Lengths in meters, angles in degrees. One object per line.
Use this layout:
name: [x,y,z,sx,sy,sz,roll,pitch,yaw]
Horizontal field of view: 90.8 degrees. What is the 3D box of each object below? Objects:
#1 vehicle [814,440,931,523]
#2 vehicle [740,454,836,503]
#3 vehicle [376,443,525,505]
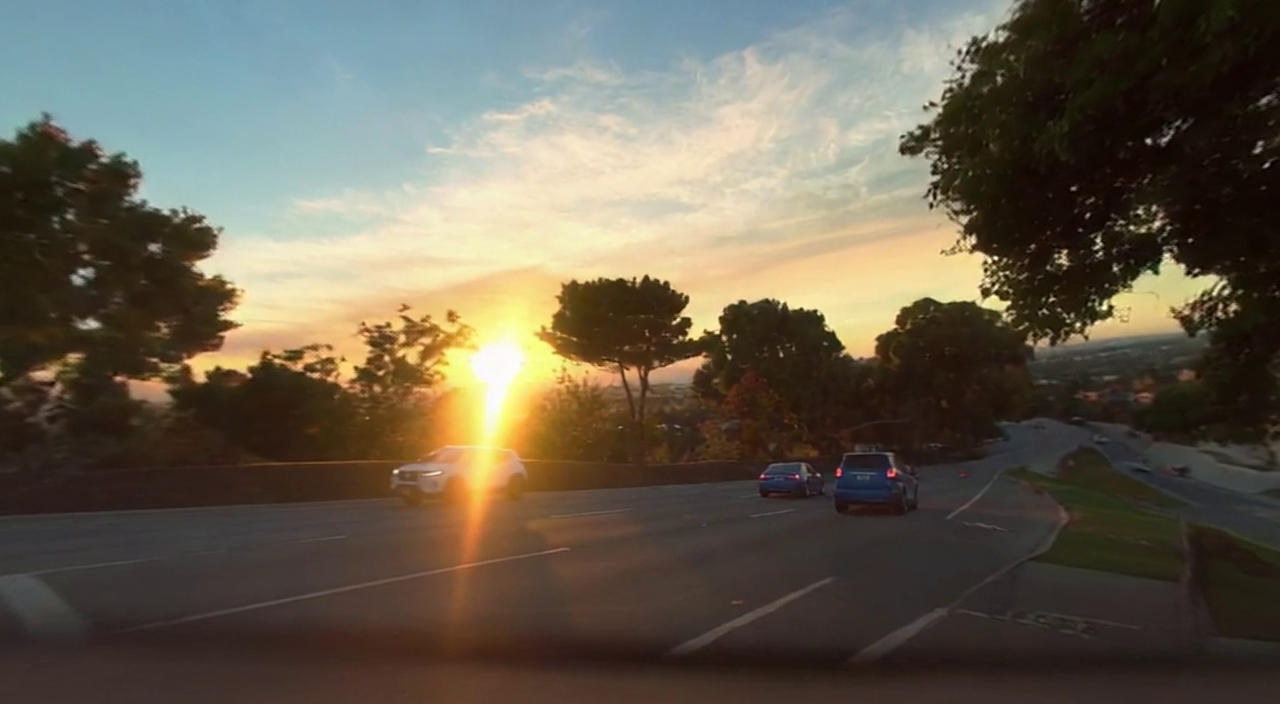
vehicle: [6.232,3.265,16.604,2.125,1.830,4.370,-5,-10,29]
vehicle: [5.762,4.758,24.170,2.123,1.592,4.505,-6,-10,32]
vehicle: [-6.240,4.004,21.329,1.973,1.826,4.538,-6,-10,33]
